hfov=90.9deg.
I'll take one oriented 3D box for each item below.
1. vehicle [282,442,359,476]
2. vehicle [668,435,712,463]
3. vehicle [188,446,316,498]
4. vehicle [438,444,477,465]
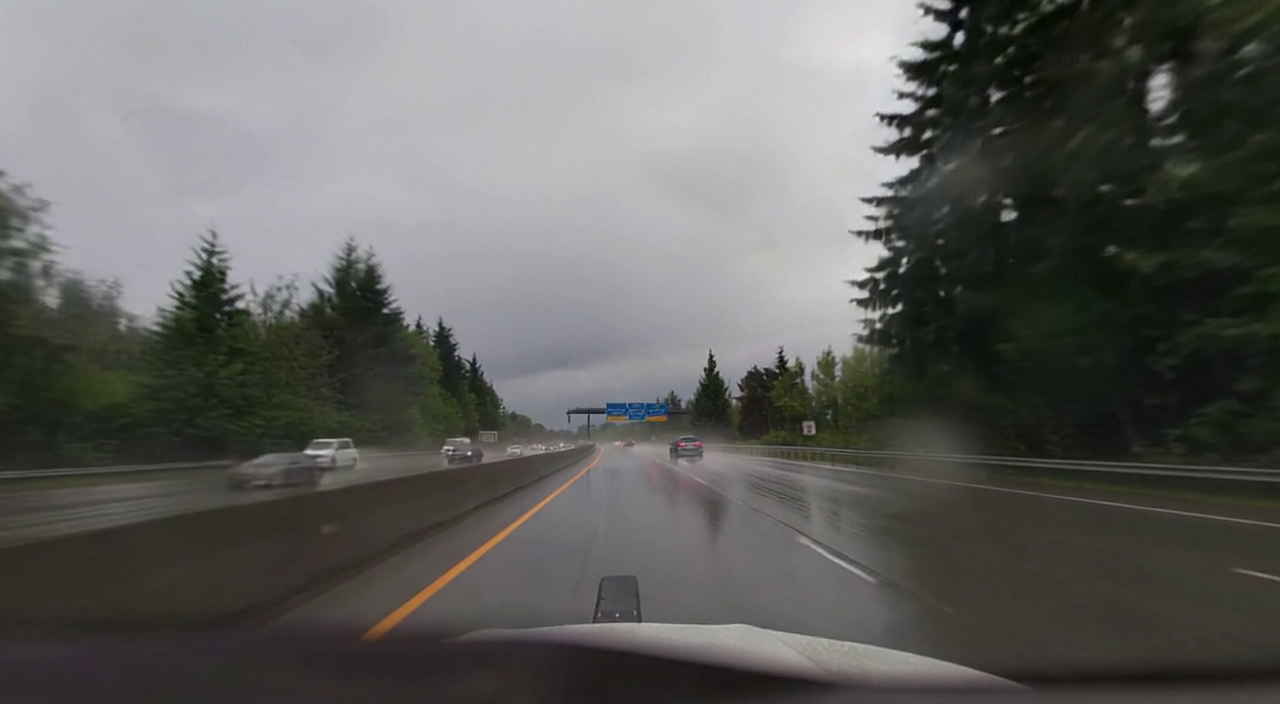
[{"bbox_3d":[-17.079,5.728,33.972,1.847,1.643,4.549,0,-8,-1],"label":"vehicle"},{"bbox_3d":[2.800,5.561,36.277,1.958,1.526,4.227,0,-8,-3],"label":"vehicle"},{"bbox_3d":[-12.836,3.947,21.190,1.820,1.509,3.968,0,-8,-1],"label":"vehicle"},{"bbox_3d":[-13.570,7.623,46.999,1.966,1.488,3.645,0,-8,-2],"label":"vehicle"}]
